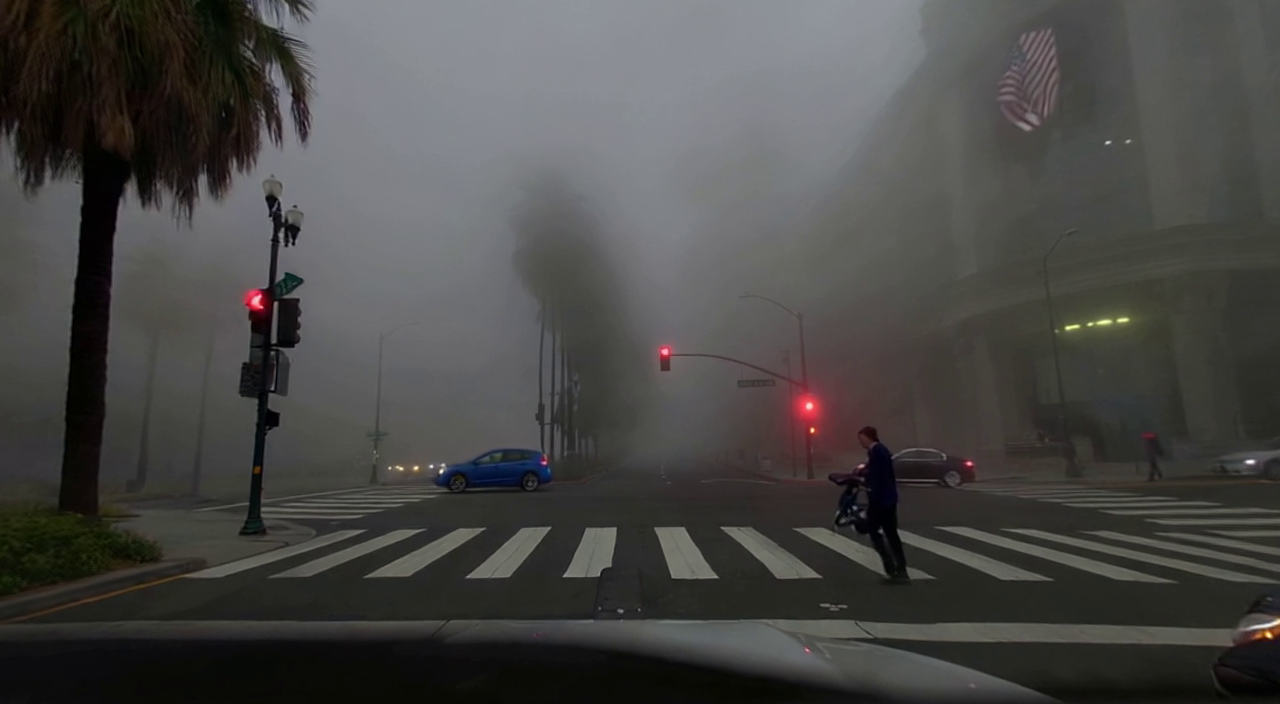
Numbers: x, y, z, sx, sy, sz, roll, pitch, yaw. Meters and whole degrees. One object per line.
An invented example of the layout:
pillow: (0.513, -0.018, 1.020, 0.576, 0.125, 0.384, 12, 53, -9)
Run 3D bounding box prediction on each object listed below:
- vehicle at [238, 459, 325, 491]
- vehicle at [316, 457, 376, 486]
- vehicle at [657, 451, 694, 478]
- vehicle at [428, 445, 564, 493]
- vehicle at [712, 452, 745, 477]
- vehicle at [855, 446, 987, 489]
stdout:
vehicle: (-19.956, 6.857, 35.430, 2.069, 1.540, 4.774, 0, -8, 0)
vehicle: (-20.081, 8.156, 43.386, 2.043, 1.745, 4.420, 0, -8, -1)
vehicle: (2.522, 8.228, 46.550, 2.325, 1.810, 4.827, 0, -8, -1)
vehicle: (-5.018, 4.136, 22.561, 4.499, 1.594, 1.898, 1, -9, -7)
vehicle: (6.490, 8.270, 46.807, 2.176, 1.690, 4.138, -1, -8, 4)
vehicle: (10.699, 4.426, 24.430, 4.273, 1.525, 2.000, -2, -9, 13)
